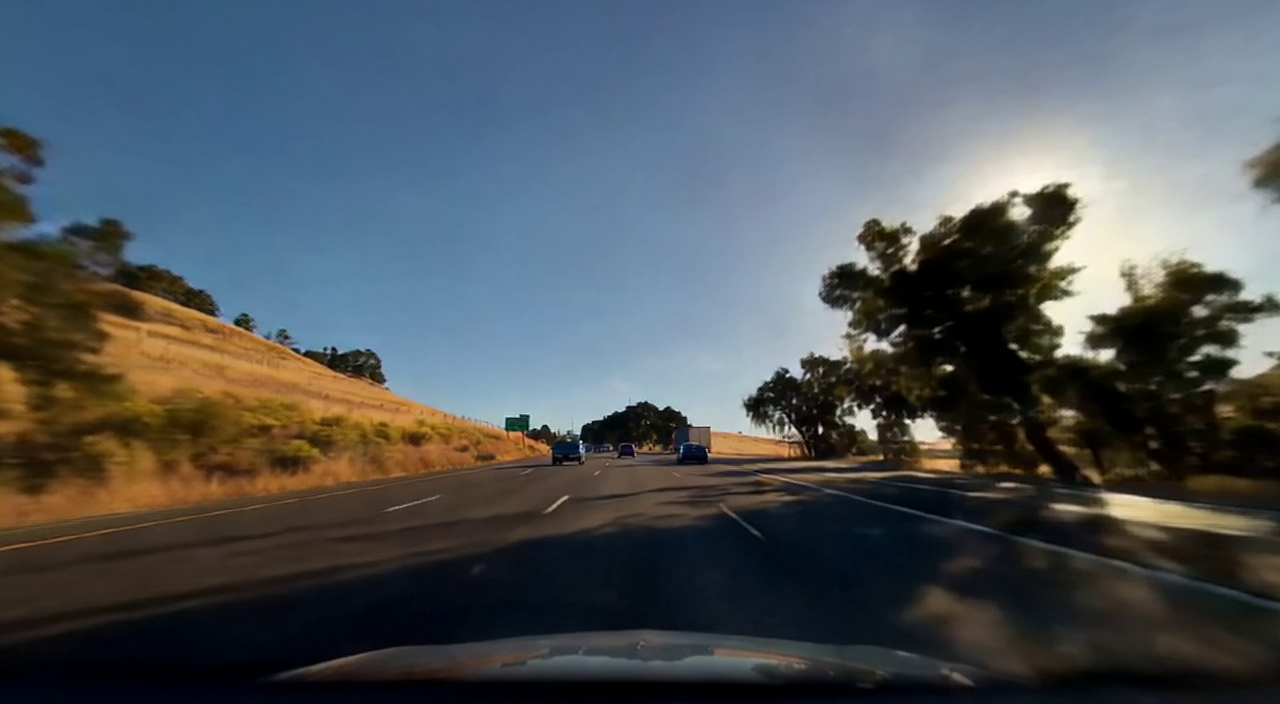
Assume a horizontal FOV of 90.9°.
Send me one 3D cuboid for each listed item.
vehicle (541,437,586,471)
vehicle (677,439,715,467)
[{"bbox_3d":[-4.398,5.913,36.869,2.120,1.855,4.619,0,-8,-1],"label":"vehicle"},{"bbox_3d":[3.589,6.549,41.230,1.995,1.712,4.206,0,-8,-2],"label":"vehicle"}]
